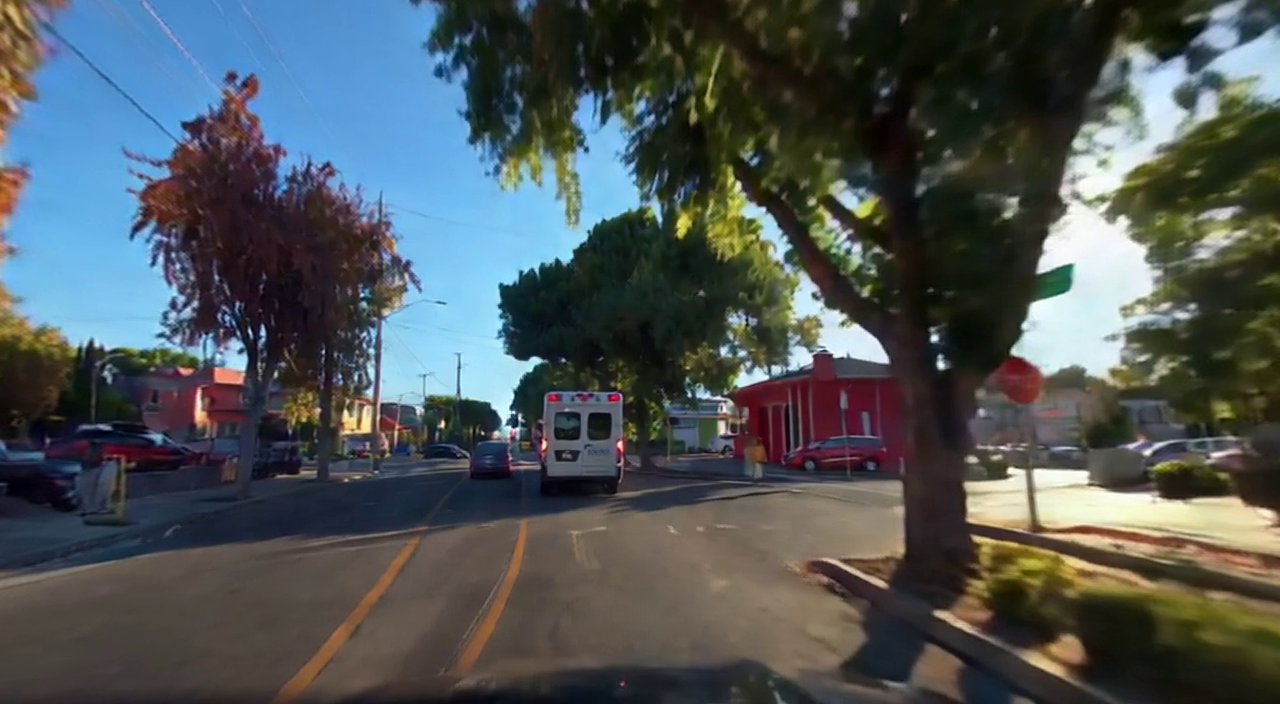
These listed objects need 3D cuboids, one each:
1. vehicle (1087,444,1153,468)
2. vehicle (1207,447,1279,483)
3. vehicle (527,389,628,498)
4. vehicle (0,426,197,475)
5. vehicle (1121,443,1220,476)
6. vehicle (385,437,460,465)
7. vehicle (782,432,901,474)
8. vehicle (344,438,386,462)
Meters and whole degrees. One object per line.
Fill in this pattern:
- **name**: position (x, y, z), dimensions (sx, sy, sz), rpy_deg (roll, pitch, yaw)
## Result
- **vehicle**: position (35.012, 7.585, 46.233), dimensions (2.114, 1.588, 3.888), rpy_deg (-4, -9, 9)
- **vehicle**: position (27.822, 4.912, 27.644), dimensions (1.861, 1.470, 4.867), rpy_deg (-1, -8, 6)
- **vehicle**: position (-1.848, 2.636, 18.369), dimensions (2.444, 2.640, 5.482), rpy_deg (1, -8, -7)
- **vehicle**: position (-21.038, 3.813, 24.251), dimensions (5.910, 1.681, 2.579), rpy_deg (1, -12, -11)
- **vehicle**: position (28.621, 5.783, 34.296), dimensions (1.899, 1.635, 4.603), rpy_deg (-2, -8, 10)
- **vehicle**: position (-14.655, 6.664, 42.554), dimensions (4.502, 1.810, 2.056), rpy_deg (-4, -9, 23)
- **vehicle**: position (10.016, 5.064, 31.805), dimensions (5.270, 1.966, 2.329), rpy_deg (-1, -8, 5)
- **vehicle**: position (-21.466, 7.650, 49.495), dimensions (2.290, 1.776, 4.947), rpy_deg (2, -8, -16)
